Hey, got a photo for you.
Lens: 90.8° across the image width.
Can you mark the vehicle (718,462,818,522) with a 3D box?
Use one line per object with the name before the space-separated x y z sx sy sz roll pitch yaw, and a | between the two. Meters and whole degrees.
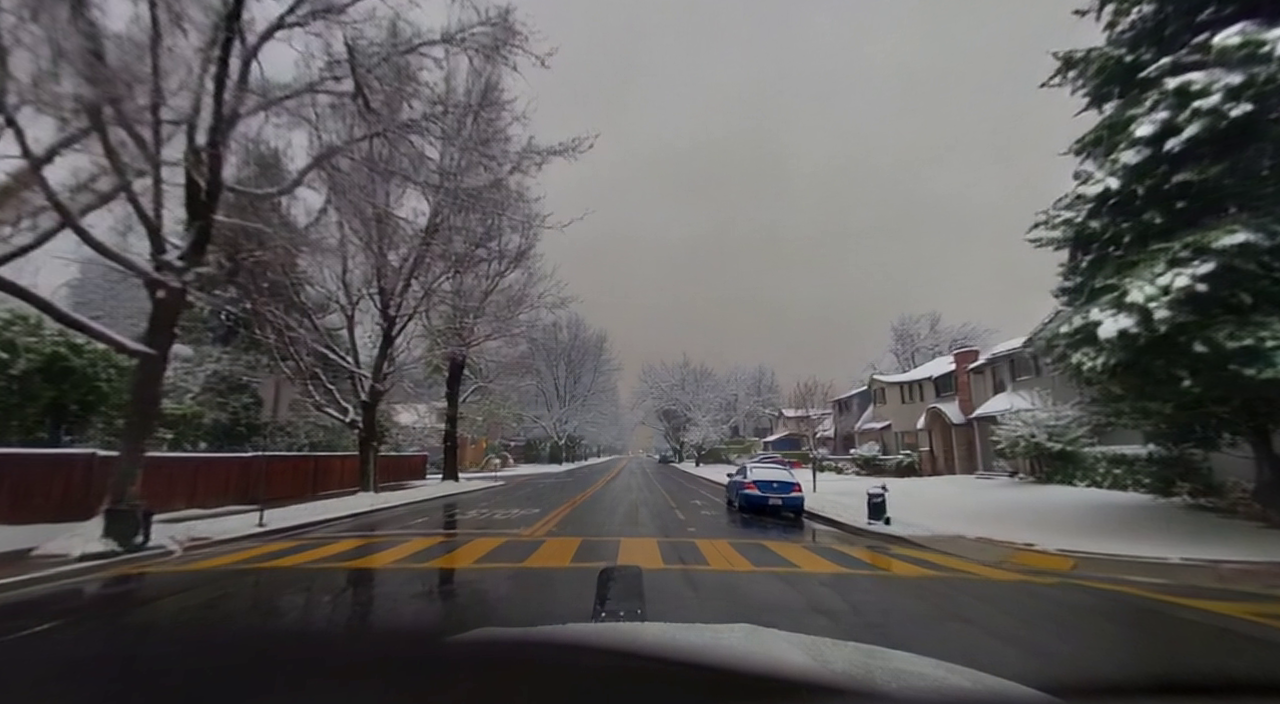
vehicle | 3.720 4.145 19.227 1.961 1.472 4.434 0 -9 -2
